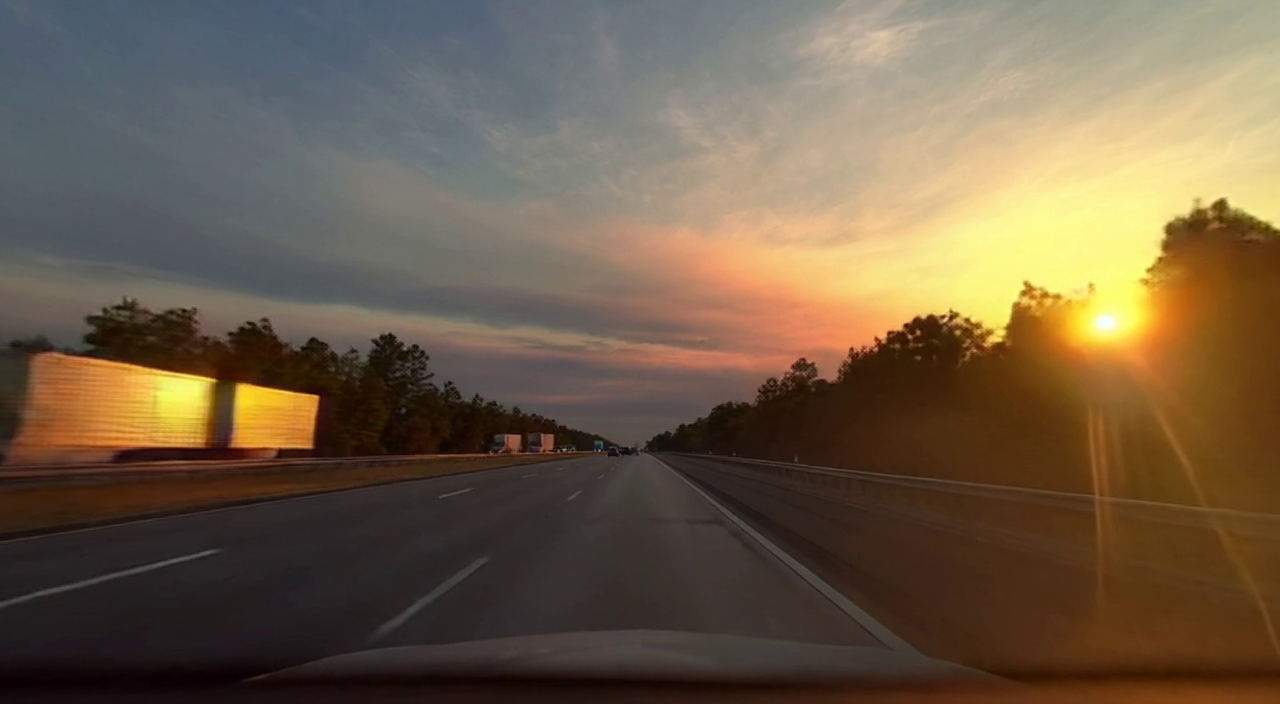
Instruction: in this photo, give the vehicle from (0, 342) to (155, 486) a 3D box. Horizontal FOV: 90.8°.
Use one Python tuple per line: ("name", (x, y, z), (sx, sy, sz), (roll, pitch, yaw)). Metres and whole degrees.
("vehicle", (-18.907, 2.057, 19.475), (3.001, 3.871, 5.872), (0, -9, 0))
